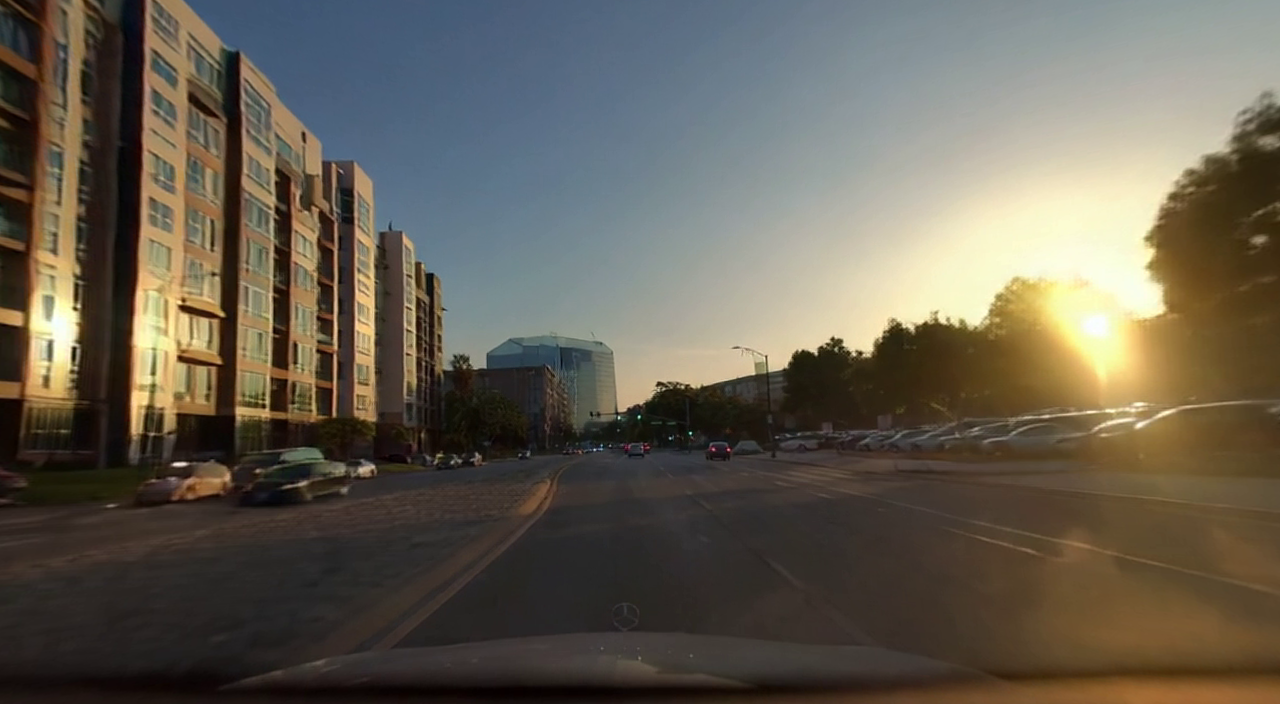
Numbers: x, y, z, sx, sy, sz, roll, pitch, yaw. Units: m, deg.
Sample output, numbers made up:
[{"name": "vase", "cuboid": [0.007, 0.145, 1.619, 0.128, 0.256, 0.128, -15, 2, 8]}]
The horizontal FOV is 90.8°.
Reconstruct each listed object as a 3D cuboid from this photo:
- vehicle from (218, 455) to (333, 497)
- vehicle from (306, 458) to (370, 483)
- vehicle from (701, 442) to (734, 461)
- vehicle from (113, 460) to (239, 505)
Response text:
[{"name": "vehicle", "cuboid": [-15.111, 5.122, 26.568, 1.955, 1.516, 4.849, 0, -9, 0]}, {"name": "vehicle", "cuboid": [-19.178, 7.517, 40.369, 1.850, 1.451, 4.450, 0, -9, 1]}, {"name": "vehicle", "cuboid": [6.051, 7.860, 49.868, 1.992, 1.447, 4.414, 0, -9, -1]}, {"name": "vehicle", "cuboid": [-19.137, 5.380, 26.396, 1.869, 1.606, 4.617, 0, -9, -2]}]
